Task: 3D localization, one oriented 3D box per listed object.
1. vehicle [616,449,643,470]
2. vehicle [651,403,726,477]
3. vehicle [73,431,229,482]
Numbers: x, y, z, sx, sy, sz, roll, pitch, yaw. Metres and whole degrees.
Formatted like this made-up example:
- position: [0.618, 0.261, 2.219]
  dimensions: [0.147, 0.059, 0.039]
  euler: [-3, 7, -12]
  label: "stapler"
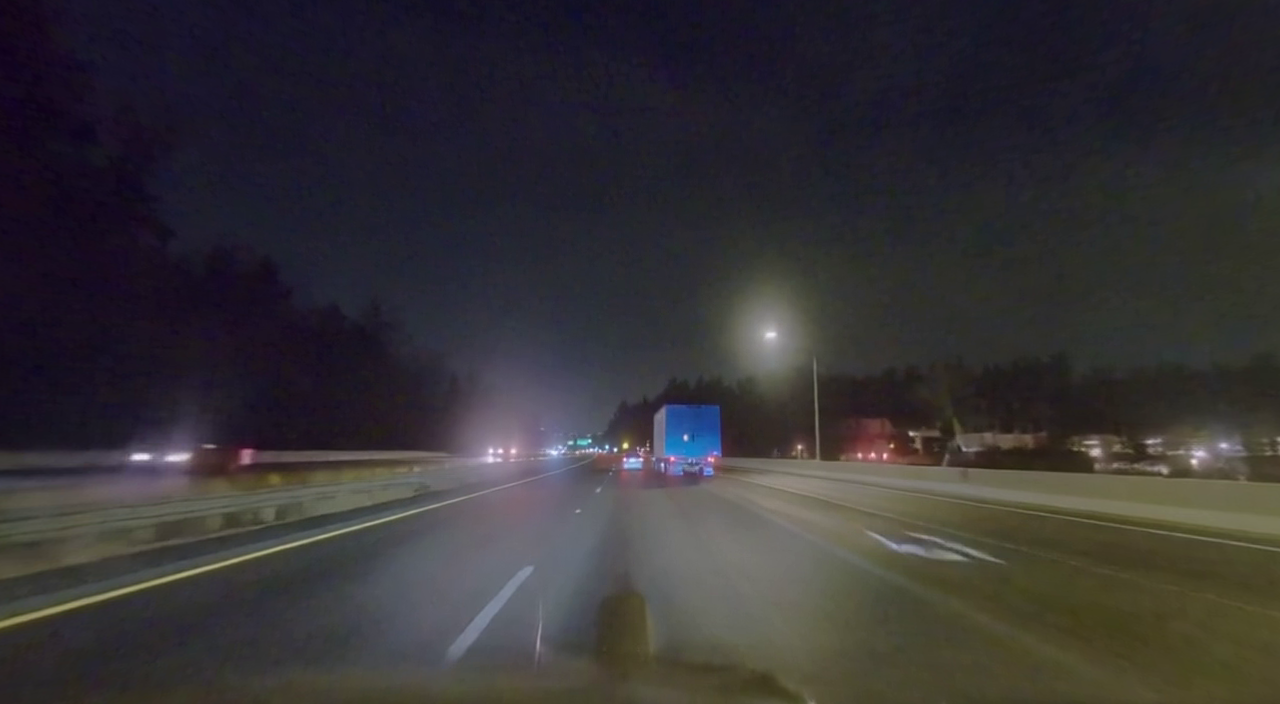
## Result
- position: [-0.767, 7.959, 46.783]
  dimensions: [1.898, 1.438, 4.053]
  euler: [0, -9, -1]
  label: "vehicle"
- position: [2.910, 6.260, 43.966]
  dimensions: [3.462, 4.177, 16.311]
  euler: [0, -9, -2]
  label: "vehicle"
- position: [-15.286, 3.307, 20.039]
  dimensions: [1.776, 1.436, 3.890]
  euler: [0, -9, 1]
  label: "vehicle"
